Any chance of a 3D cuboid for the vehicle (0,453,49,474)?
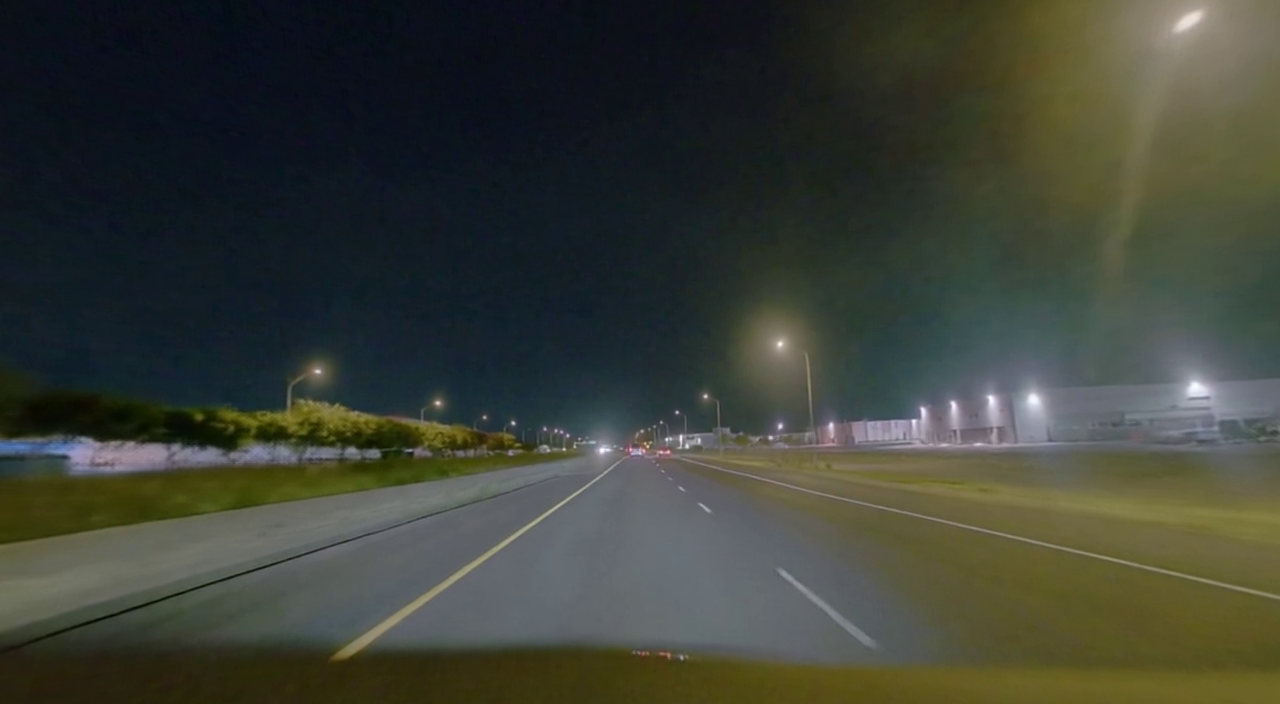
[{"bbox_3d":[-50.101,8.751,49.596,5.134,1.600,2.161,-1,-9,1],"label":"vehicle"}]
